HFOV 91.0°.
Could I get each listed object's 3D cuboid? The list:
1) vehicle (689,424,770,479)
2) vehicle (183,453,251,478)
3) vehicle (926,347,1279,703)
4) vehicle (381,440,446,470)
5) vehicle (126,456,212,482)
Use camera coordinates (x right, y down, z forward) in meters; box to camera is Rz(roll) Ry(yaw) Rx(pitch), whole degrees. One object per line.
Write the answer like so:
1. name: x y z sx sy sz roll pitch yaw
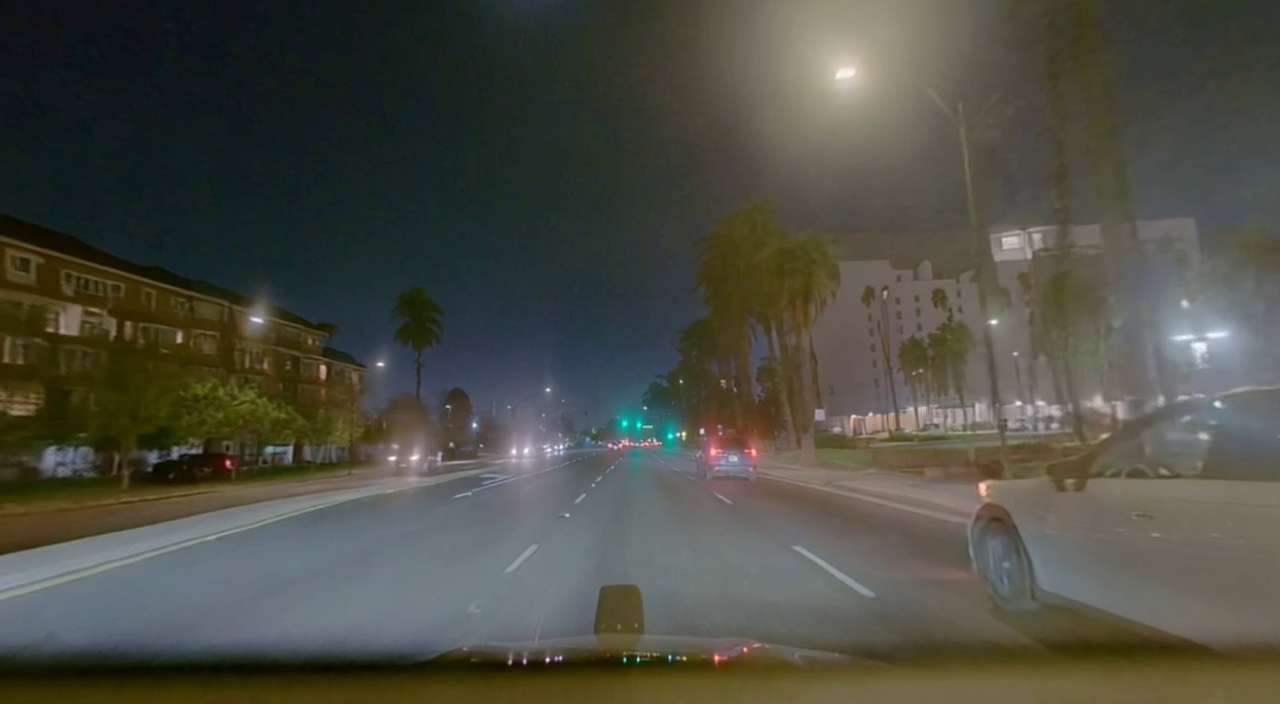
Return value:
1. vehicle: 3.293 3.789 24.134 2.244 1.901 4.561 0 -8 -3
2. vehicle: -30.232 8.089 45.120 1.871 1.534 4.524 0 -8 -2
3. vehicle: 3.629 0.957 3.451 2.084 1.682 4.148 0 -8 -1
4. vehicle: -15.424 7.040 43.277 2.315 1.911 5.751 0 -8 1
5. vehicle: -30.009 7.440 40.295 1.820 1.454 4.709 0 -8 0
